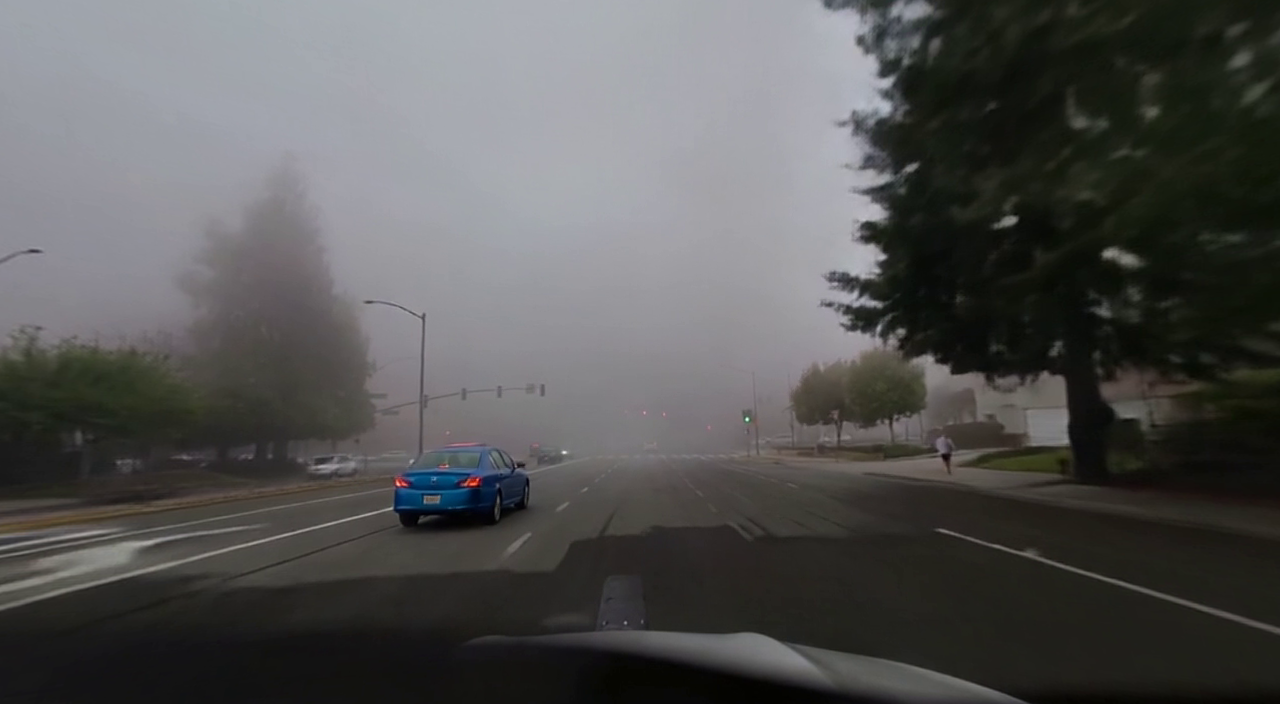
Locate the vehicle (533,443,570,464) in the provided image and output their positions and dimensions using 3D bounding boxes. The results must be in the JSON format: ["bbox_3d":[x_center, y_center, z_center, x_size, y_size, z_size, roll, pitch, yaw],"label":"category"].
[{"bbox_3d":[-6.441,7.424,46.114,2.006,1.461,4.476,0,-9,1],"label":"vehicle"}]

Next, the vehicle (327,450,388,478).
[{"bbox_3d":[-17.726,7.044,39.772,1.832,1.628,4.222,0,-9,1],"label":"vehicle"}]

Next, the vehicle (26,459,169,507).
[{"bbox_3d":[-22.006,5.285,25.851,1.982,1.656,4.316,0,-9,1],"label":"vehicle"}]

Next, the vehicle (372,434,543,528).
[{"bbox_3d":[-3.248,2.385,12.274,1.924,1.480,4.421,0,-9,1],"label":"vehicle"}]
